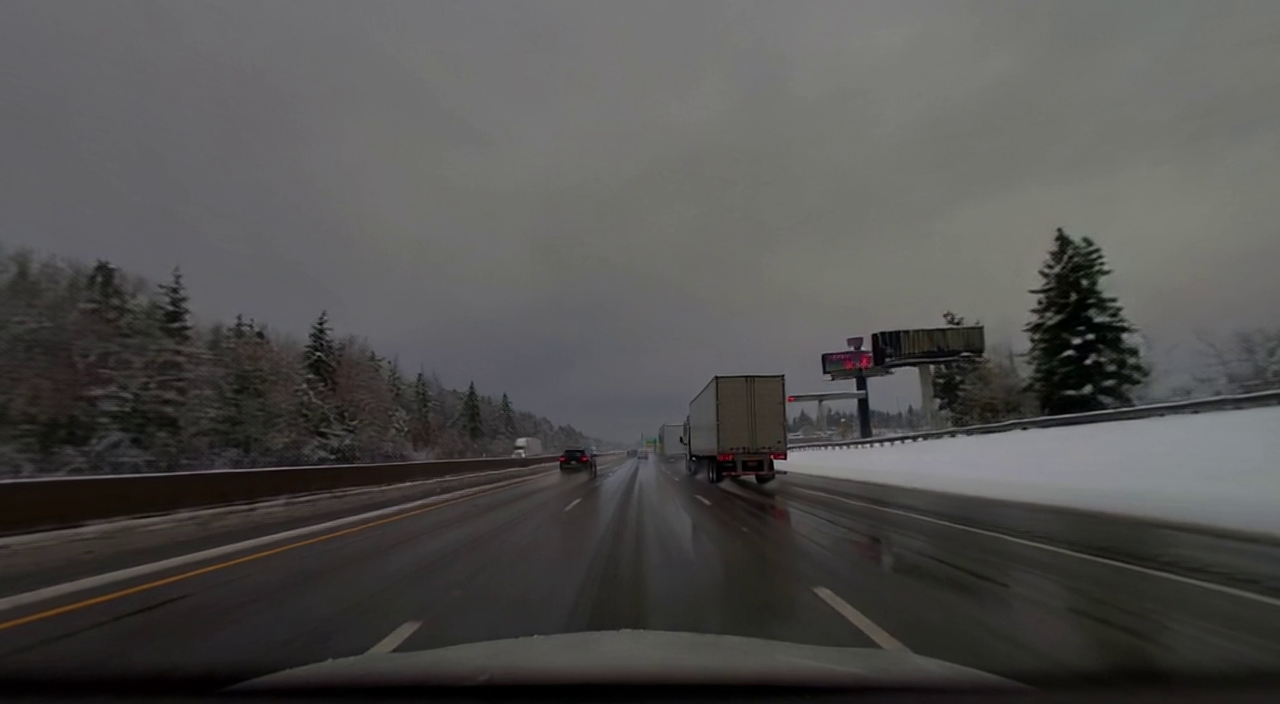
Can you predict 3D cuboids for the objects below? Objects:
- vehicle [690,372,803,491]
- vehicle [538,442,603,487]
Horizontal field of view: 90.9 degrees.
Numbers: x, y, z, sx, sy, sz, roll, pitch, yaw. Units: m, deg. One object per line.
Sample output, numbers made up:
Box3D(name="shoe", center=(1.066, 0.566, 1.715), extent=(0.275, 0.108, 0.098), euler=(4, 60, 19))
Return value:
Box3D(name="vehicle", center=(4.382, 3.913, 29.701), extent=(2.826, 4.269, 14.176), euler=(0, -9, 0))
Box3D(name="vehicle", center=(-2.989, 4.969, 28.224), extent=(2.291, 1.788, 4.825), euler=(0, -9, 1))
